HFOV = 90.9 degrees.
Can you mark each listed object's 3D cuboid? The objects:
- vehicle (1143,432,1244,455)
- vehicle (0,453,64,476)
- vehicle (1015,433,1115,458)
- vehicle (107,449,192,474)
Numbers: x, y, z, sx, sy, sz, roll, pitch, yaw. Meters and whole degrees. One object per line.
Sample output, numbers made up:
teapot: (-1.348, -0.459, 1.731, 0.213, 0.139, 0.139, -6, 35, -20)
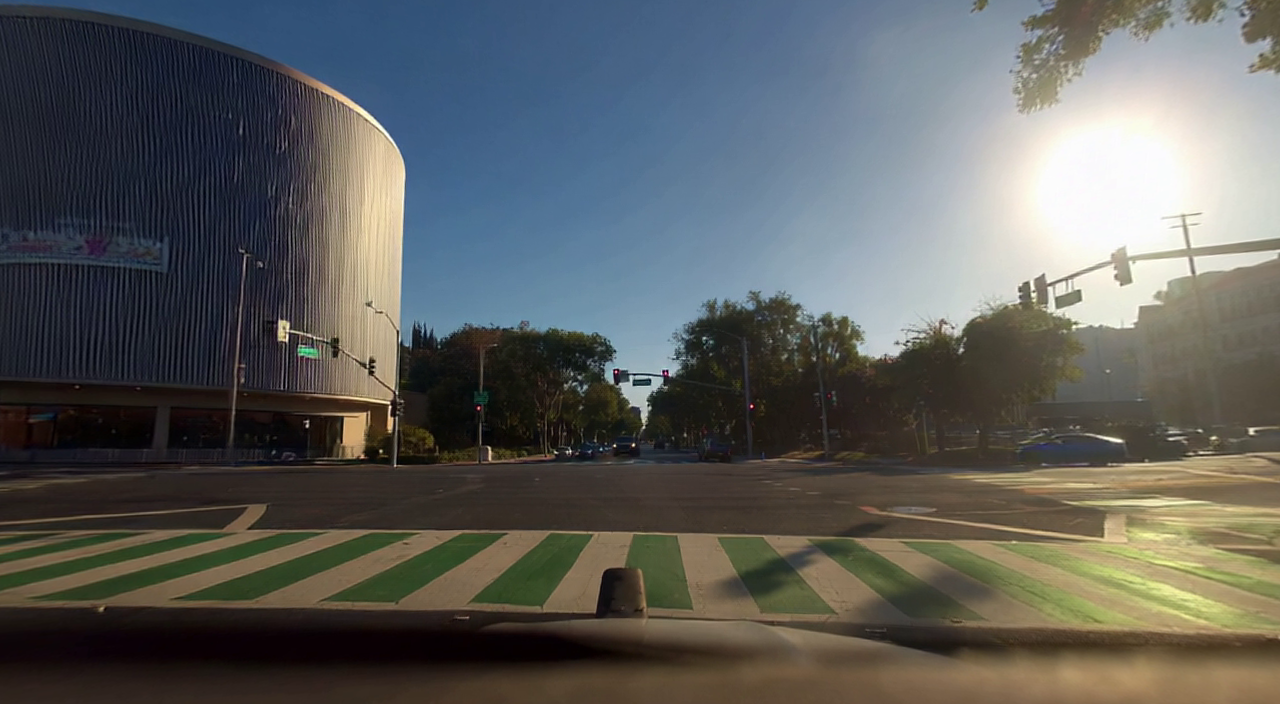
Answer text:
vehicle: (36.152, 6.022, 41.259, 4.767, 1.456, 1.858, 0, -8, 2)
vehicle: (-41.738, 7.623, 42.688, 3.698, 1.467, 1.779, 0, -8, 1)
vehicle: (25.542, 5.628, 37.992, 4.529, 1.457, 1.981, -1, -8, 4)
vehicle: (-33.155, 7.397, 42.691, 4.136, 1.661, 1.857, 0, -8, 1)
